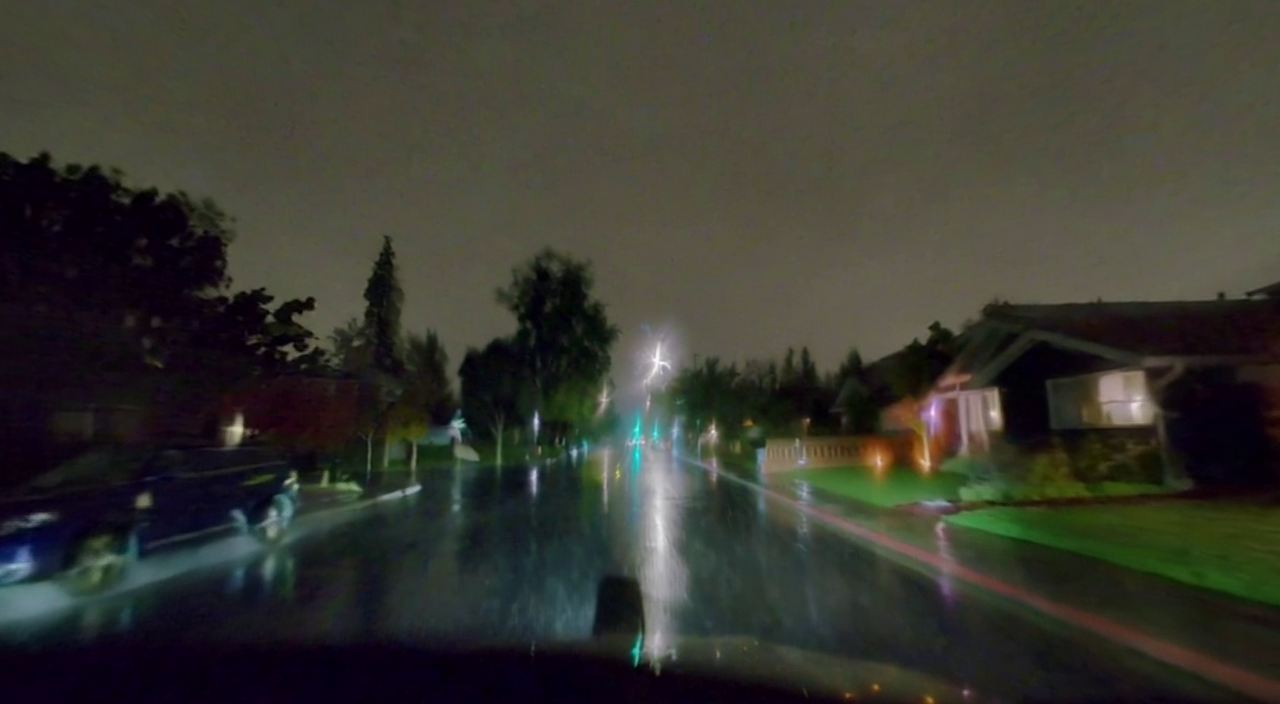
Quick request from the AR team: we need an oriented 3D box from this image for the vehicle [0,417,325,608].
[{"bbox_3d":[-6.519,1.860,8.440,2.078,1.745,5.119,0,-8,-2],"label":"vehicle"}]
